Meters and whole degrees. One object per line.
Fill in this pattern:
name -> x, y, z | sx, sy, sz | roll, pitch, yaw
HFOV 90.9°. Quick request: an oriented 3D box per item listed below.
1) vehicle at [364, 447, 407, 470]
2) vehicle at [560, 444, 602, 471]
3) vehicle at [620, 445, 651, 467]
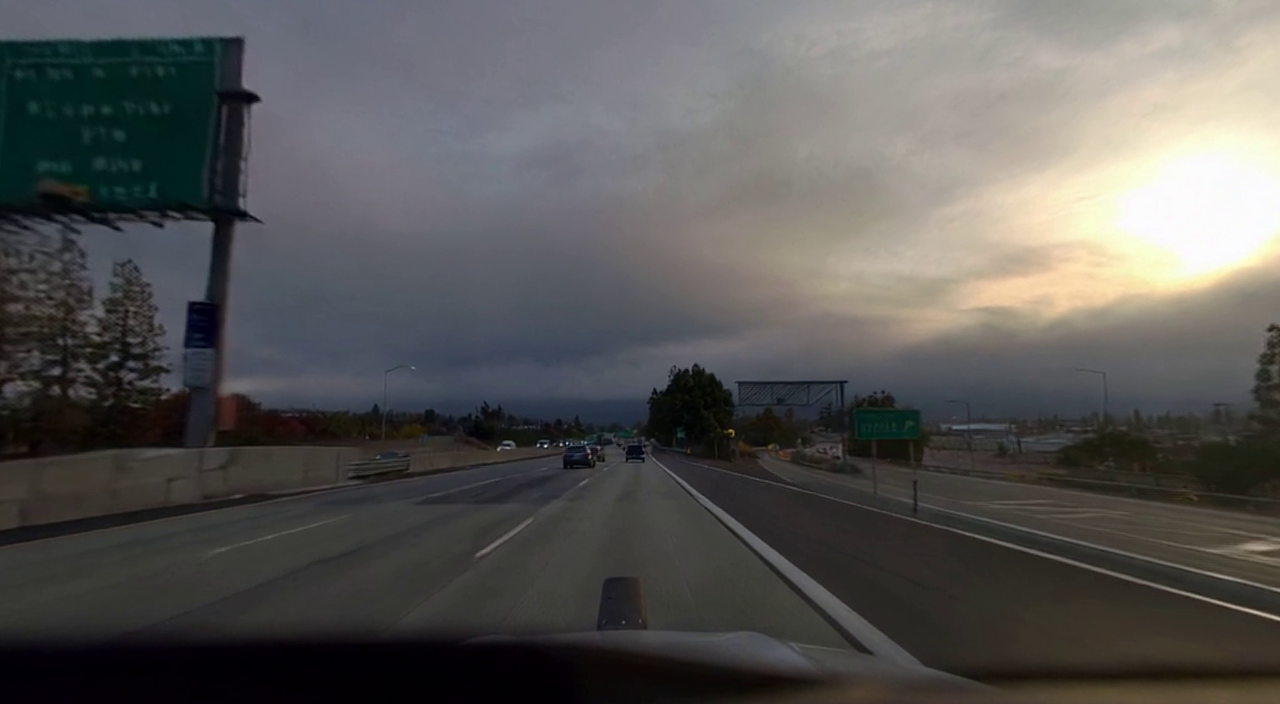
vehicle -> -16.939, 7.090, 42.139 | 1.457, 1.357, 3.245 | 0, -8, 0
vehicle -> -3.512, 6.370, 38.408 | 2.067, 1.509, 4.551 | 0, -8, 0
vehicle -> -0.330, 7.360, 44.853 | 2.100, 1.471, 3.956 | 0, -8, 0
